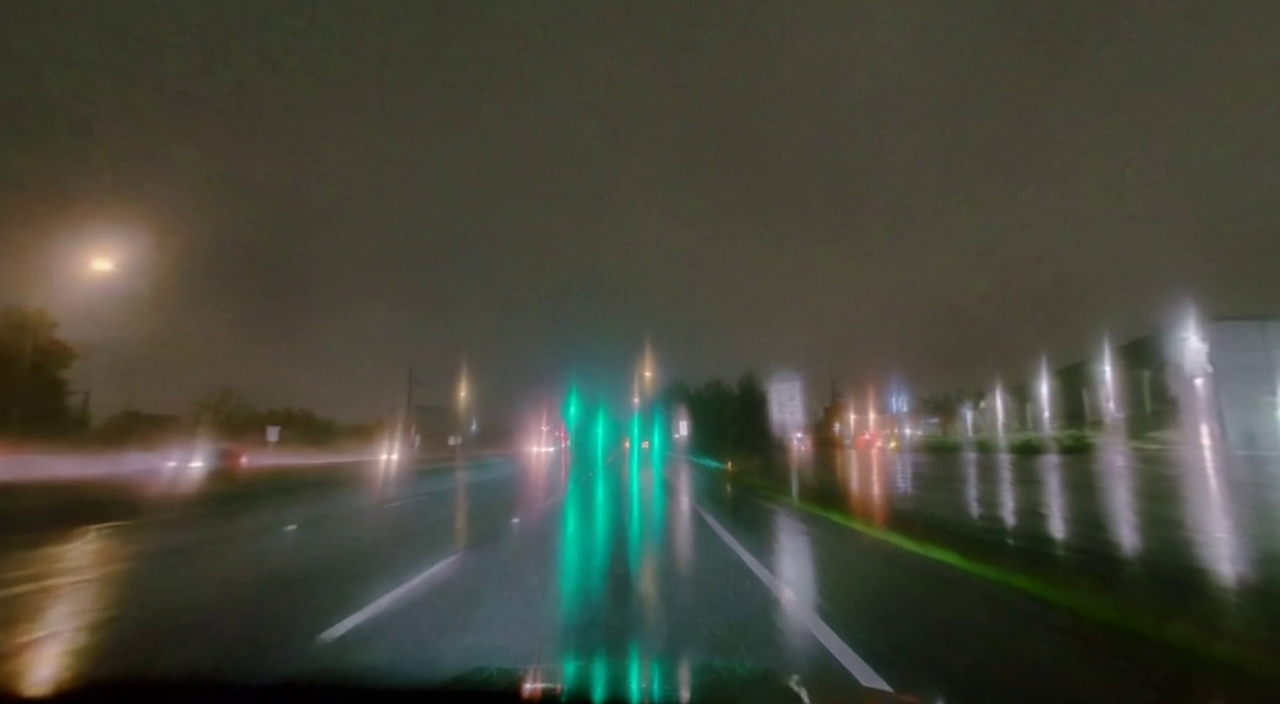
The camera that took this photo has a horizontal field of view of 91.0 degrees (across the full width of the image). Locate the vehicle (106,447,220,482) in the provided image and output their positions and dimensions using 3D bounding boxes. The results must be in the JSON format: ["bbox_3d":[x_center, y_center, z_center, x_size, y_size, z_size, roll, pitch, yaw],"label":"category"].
[{"bbox_3d":[-23.684,5.564,31.510,2.141,1.573,4.492,0,-9,0],"label":"vehicle"}]
